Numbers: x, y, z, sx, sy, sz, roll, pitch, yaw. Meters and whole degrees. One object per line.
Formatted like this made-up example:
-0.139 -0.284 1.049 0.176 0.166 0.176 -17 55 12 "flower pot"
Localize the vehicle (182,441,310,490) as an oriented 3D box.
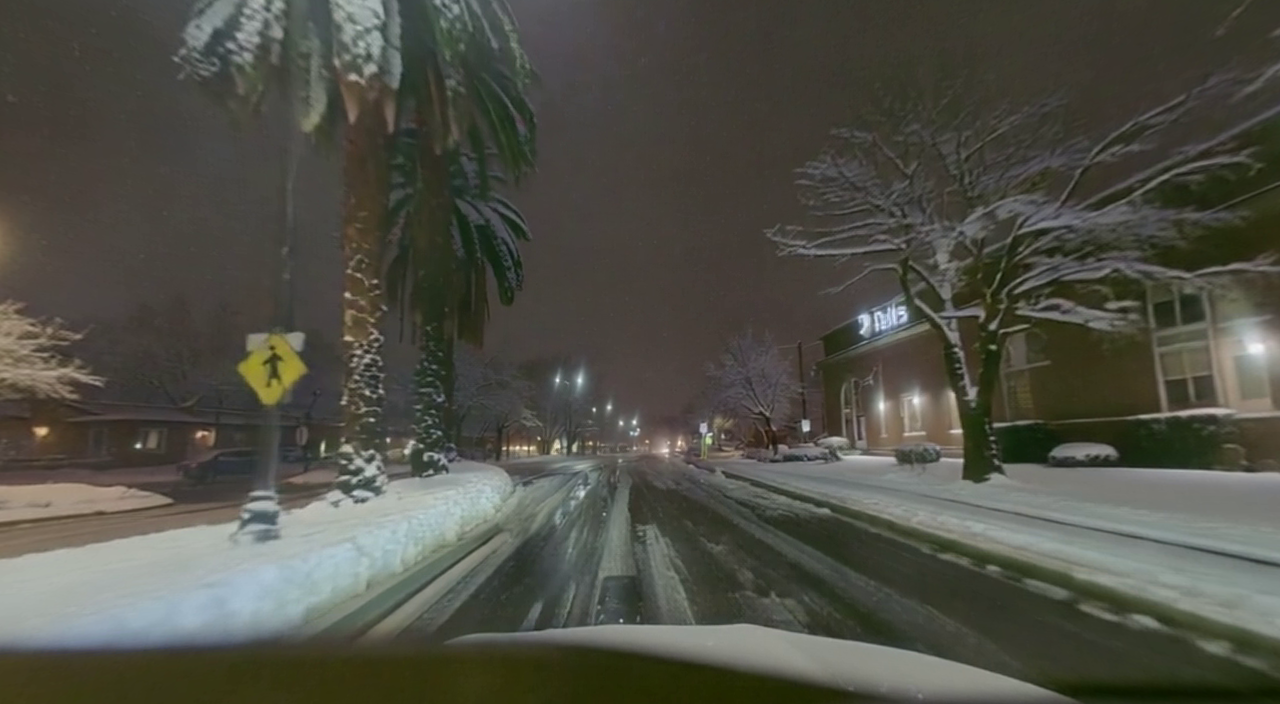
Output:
-16.480 4.699 26.440 4.651 1.863 2.174 -4 -10 24 "vehicle"
